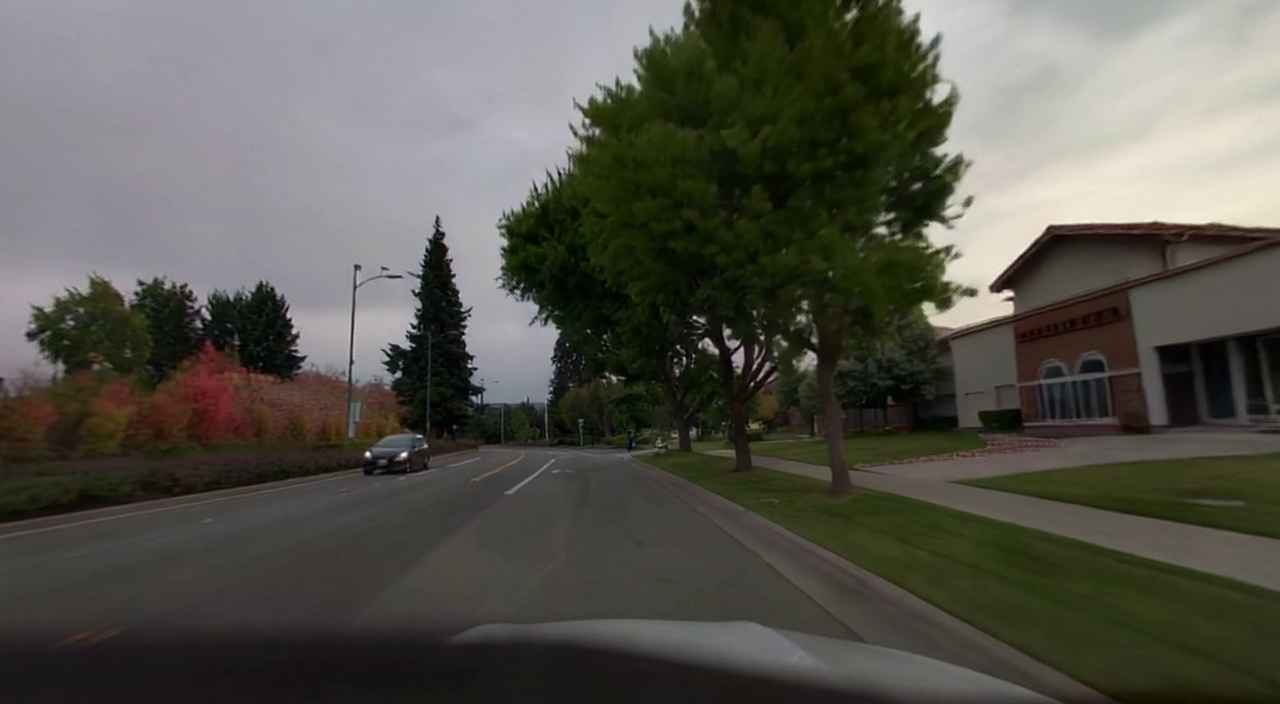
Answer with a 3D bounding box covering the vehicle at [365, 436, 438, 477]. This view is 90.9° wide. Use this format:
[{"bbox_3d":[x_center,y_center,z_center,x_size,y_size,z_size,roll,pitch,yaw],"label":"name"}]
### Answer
[{"bbox_3d":[-9.387,4.104,25.091,1.912,1.500,3.772,1,-8,-8],"label":"vehicle"}]
